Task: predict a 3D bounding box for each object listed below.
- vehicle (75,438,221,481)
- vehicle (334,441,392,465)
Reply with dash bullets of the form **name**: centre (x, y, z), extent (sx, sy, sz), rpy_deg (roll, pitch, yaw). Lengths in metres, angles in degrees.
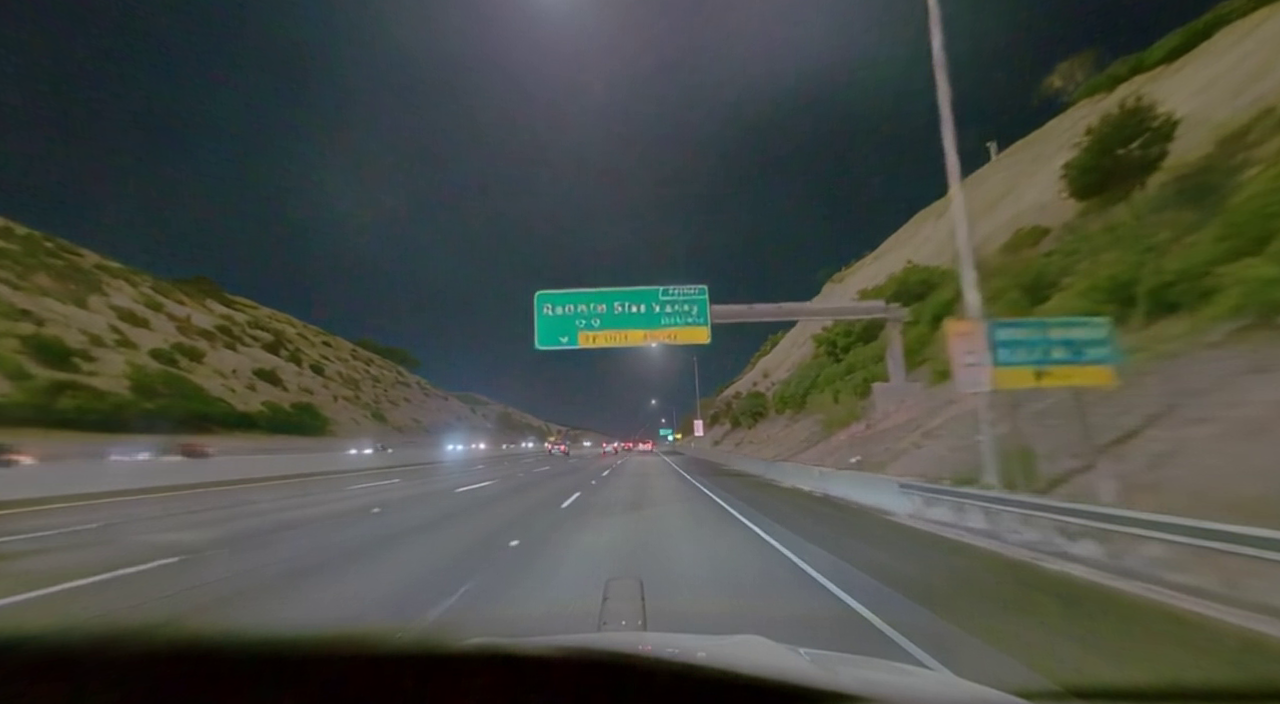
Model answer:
- **vehicle**: centre (-18.561, 4.069, 24.006), extent (1.950, 1.471, 4.378), rpy_deg (0, -8, 2)
- **vehicle**: centre (-17.773, 6.511, 40.528), extent (1.830, 1.417, 4.091), rpy_deg (0, -9, 1)
